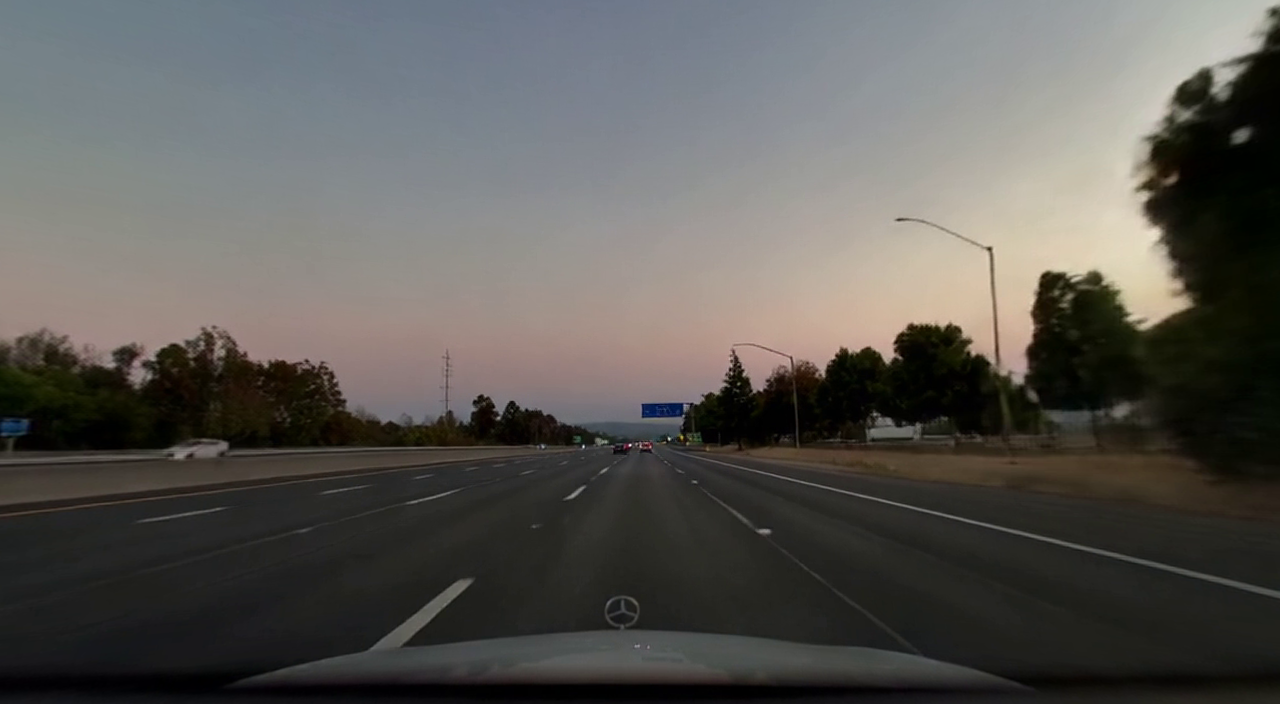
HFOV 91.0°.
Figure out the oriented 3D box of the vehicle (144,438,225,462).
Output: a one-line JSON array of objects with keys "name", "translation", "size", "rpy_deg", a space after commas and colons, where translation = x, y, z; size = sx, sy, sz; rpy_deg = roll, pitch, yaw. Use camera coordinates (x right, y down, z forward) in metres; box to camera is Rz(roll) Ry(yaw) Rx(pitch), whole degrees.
[{"name": "vehicle", "translation": [-35.957, 7.788, 49.935], "size": [2.097, 1.760, 5.630], "rpy_deg": [0, -9, 1]}]
